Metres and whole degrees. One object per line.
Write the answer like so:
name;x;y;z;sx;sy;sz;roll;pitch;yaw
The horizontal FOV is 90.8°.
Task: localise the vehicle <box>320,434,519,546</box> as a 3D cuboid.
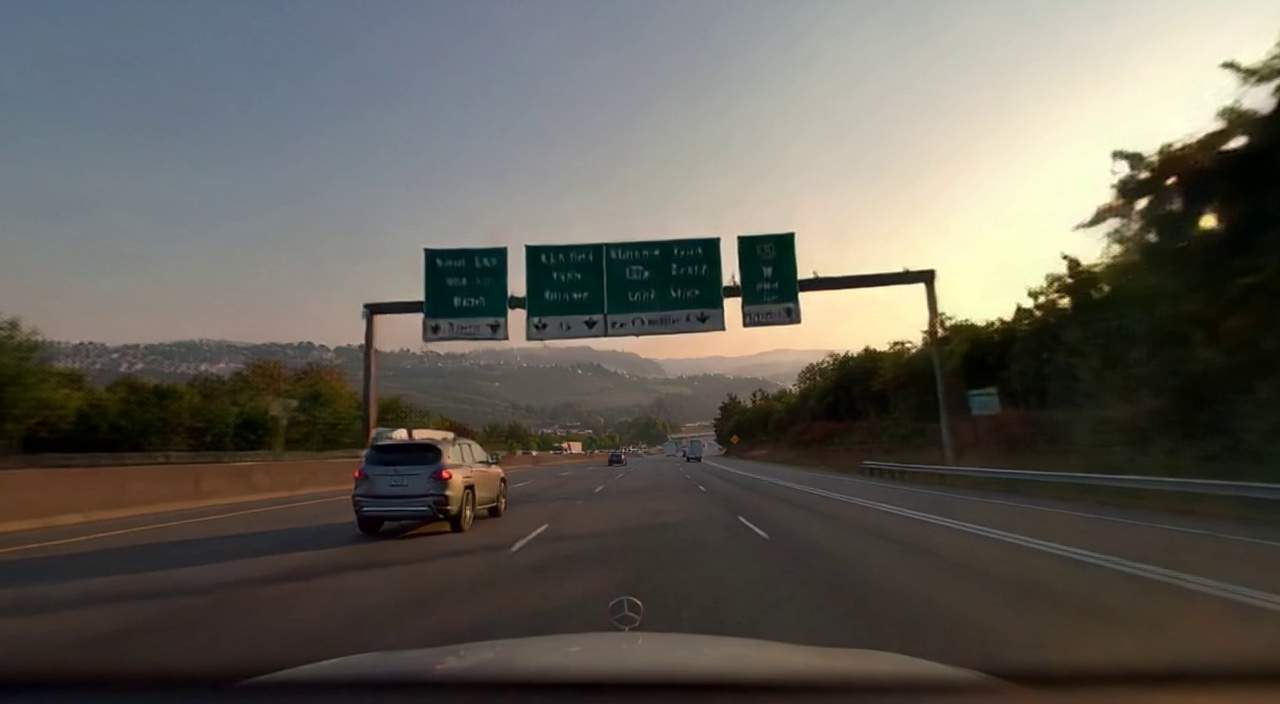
vehicle;-3.638;2.342;11.361;2.016;1.623;4.126;0;-9;1
